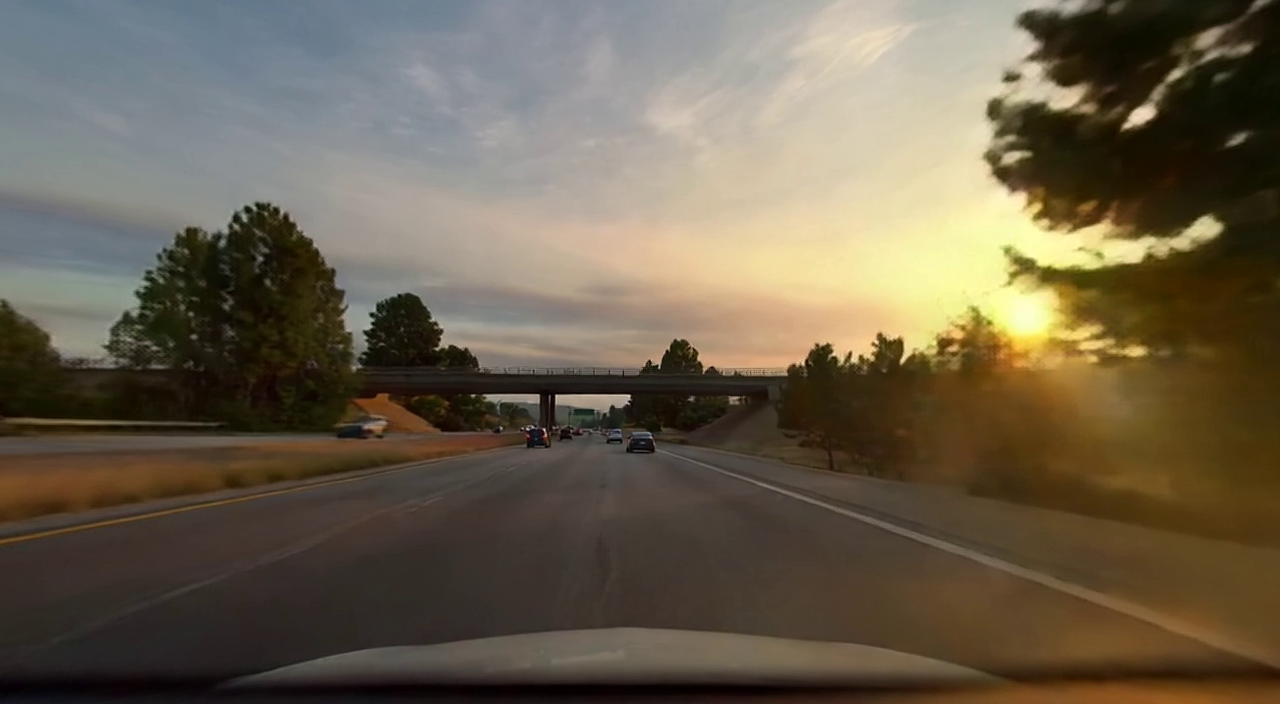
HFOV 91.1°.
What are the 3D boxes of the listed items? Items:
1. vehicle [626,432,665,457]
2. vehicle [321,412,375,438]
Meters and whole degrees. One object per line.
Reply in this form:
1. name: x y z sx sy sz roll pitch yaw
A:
1. vehicle: 0.266 5.353 36.608 1.999 1.329 3.913 1 -8 -4
2. vehicle: -16.849 4.244 36.390 1.673 1.397 3.336 1 -8 -3
